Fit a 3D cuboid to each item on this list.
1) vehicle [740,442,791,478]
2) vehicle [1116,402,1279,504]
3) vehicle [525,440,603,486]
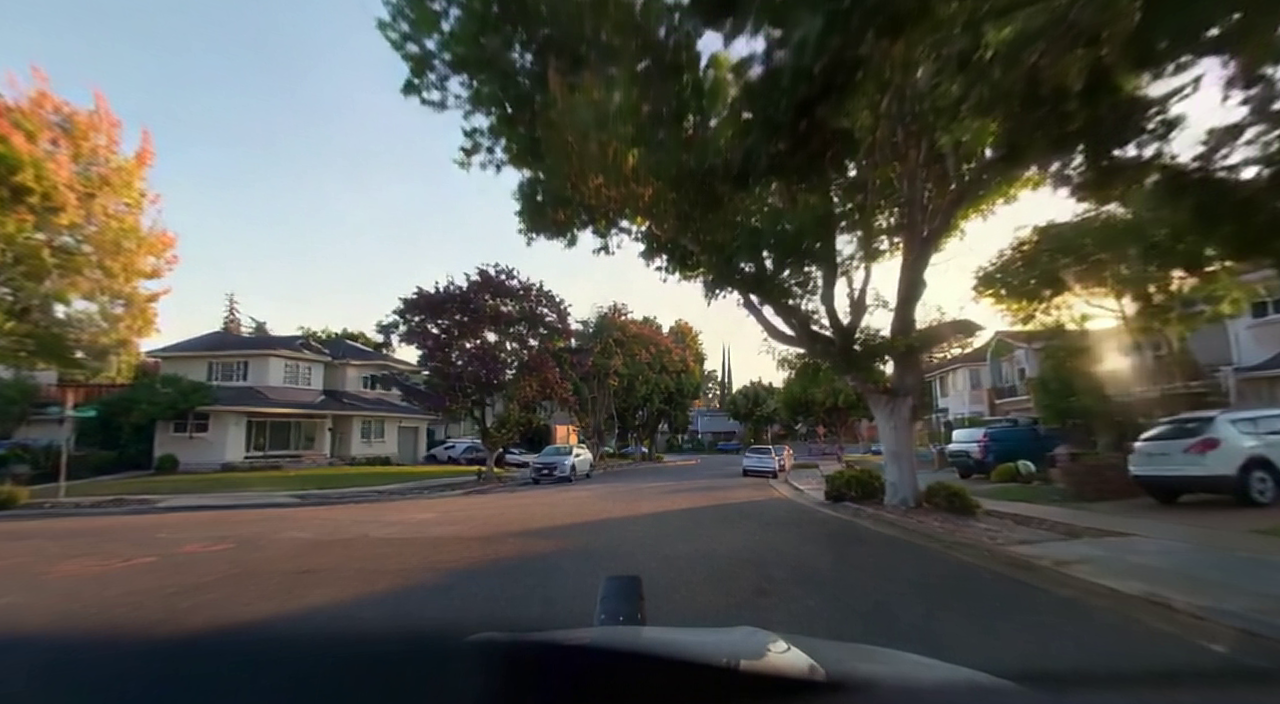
[{"bbox_3d":[6.508,5.471,32.351,2.075,1.657,4.648,-3,-9,16],"label":"vehicle"},{"bbox_3d":[11.976,1.844,11.679,4.781,1.700,1.914,0,-9,-2],"label":"vehicle"},{"bbox_3d":[-3.294,4.893,28.193,2.041,1.762,4.508,-4,-8,12],"label":"vehicle"}]
